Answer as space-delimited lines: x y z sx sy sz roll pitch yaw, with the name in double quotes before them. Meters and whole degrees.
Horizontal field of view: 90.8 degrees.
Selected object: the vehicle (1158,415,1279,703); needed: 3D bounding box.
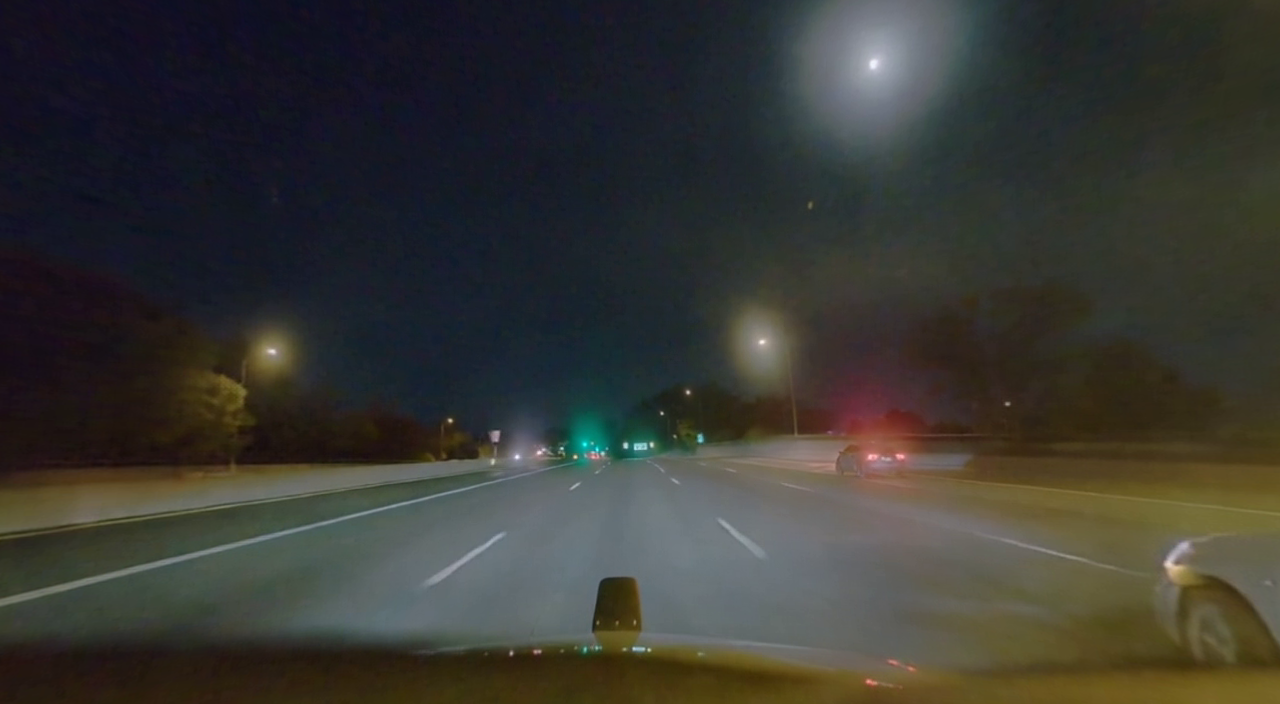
"vehicle" 3.878 0.734 0.851 2.217 1.477 4.817 0 -9 -1
